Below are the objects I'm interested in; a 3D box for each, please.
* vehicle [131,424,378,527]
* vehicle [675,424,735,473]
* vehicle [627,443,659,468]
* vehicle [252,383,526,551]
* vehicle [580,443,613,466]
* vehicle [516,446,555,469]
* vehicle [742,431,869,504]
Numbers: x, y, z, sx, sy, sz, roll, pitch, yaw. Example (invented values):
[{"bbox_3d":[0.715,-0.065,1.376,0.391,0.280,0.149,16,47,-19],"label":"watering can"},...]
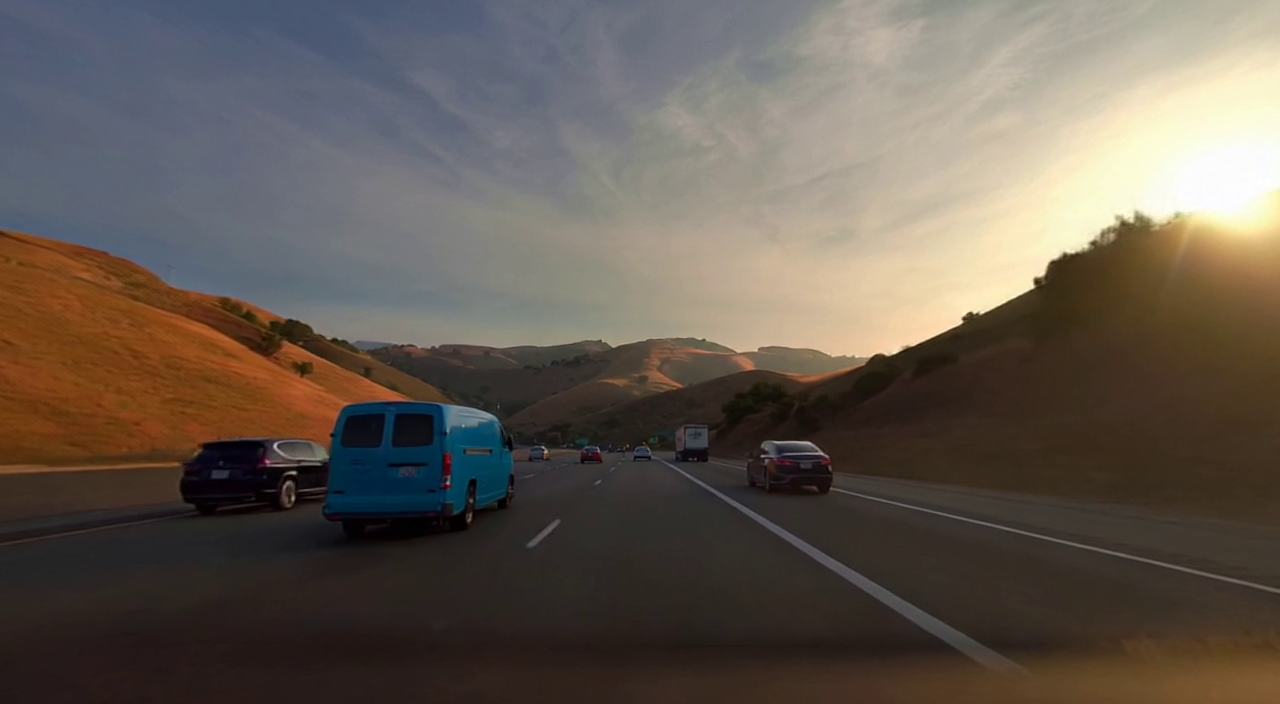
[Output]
[{"bbox_3d":[-7.570,2.471,13.186,2.054,1.715,4.928,0,-9,0],"label":"vehicle"},{"bbox_3d":[3.862,6.033,39.344,2.877,2.730,7.831,0,-9,0],"label":"vehicle"},{"bbox_3d":[0.173,6.792,41.508,2.014,1.543,3.804,0,-9,-1],"label":"vehicle"},{"bbox_3d":[-3.828,1.945,11.244,2.421,2.203,5.775,0,-9,1],"label":"vehicle"},{"bbox_3d":[-3.239,7.709,47.470,2.138,1.581,4.340,0,-9,0],"label":"vehicle"},{"bbox_3d":[-7.256,7.363,44.166,2.021,1.500,4.512,0,-9,0],"label":"vehicle"},{"bbox_3d":[4.005,2.883,16.038,2.051,1.598,4.145,0,-9,-1],"label":"vehicle"}]
